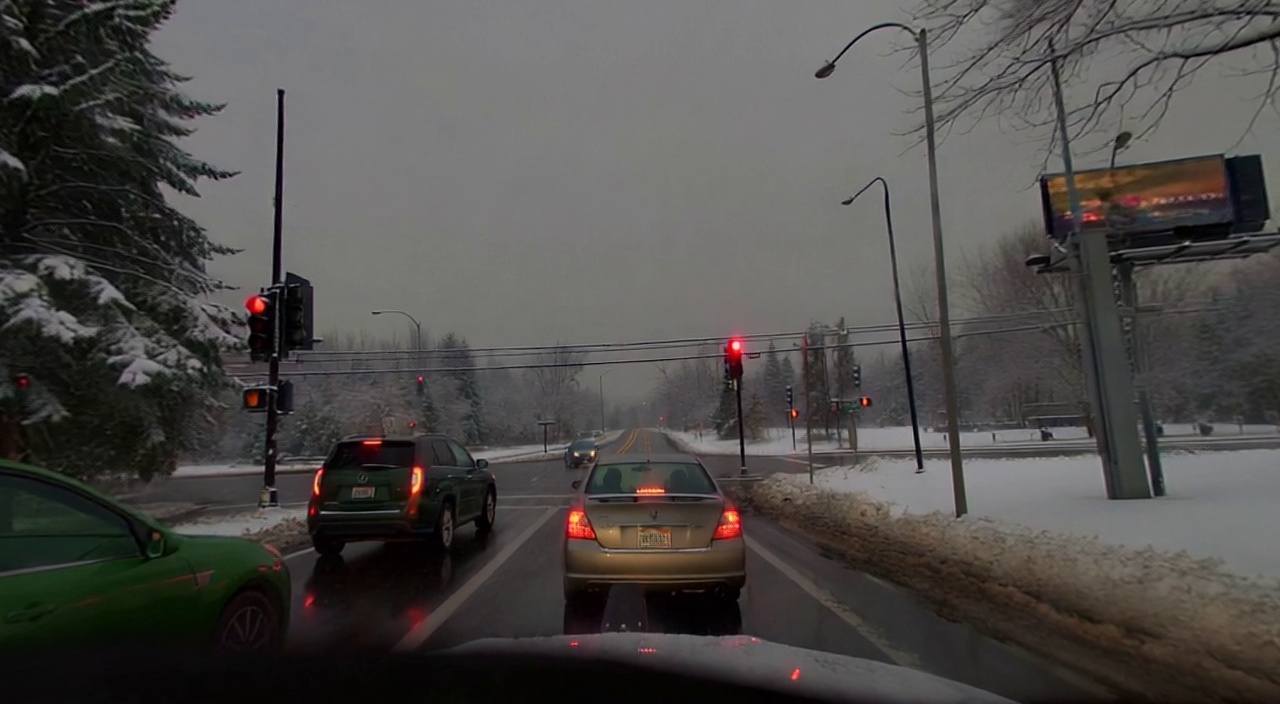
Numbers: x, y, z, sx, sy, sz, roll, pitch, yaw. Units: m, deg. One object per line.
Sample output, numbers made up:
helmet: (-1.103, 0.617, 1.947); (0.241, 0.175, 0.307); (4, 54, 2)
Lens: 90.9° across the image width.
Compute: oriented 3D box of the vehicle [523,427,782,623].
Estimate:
vehicle: (0.031, 1.591, 6.625); (1.977, 1.467, 3.474); (0, -9, -2)

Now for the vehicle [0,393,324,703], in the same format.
vehicle: (-3.146, 0.951, 2.410); (1.808, 1.520, 3.846); (-1, -9, 1)

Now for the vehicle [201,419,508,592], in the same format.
vehicle: (-3.170, 1.786, 8.126); (1.950, 1.628, 4.082); (-1, -9, 1)
